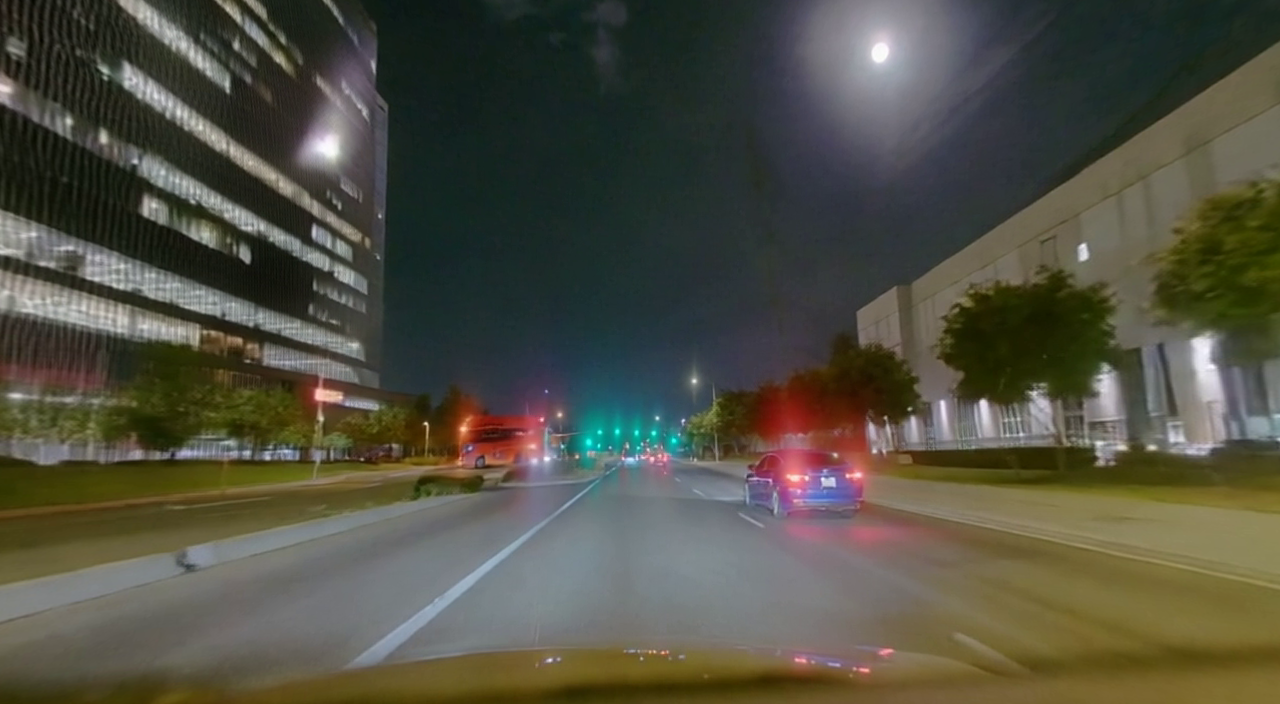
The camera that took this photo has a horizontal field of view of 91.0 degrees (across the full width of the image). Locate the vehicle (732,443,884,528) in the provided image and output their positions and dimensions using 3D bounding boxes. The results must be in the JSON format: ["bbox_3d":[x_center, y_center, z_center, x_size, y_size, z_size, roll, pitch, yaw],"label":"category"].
[{"bbox_3d":[3.328,2.734,13.425,1.993,1.501,4.127,0,-9,-2],"label":"vehicle"}]
